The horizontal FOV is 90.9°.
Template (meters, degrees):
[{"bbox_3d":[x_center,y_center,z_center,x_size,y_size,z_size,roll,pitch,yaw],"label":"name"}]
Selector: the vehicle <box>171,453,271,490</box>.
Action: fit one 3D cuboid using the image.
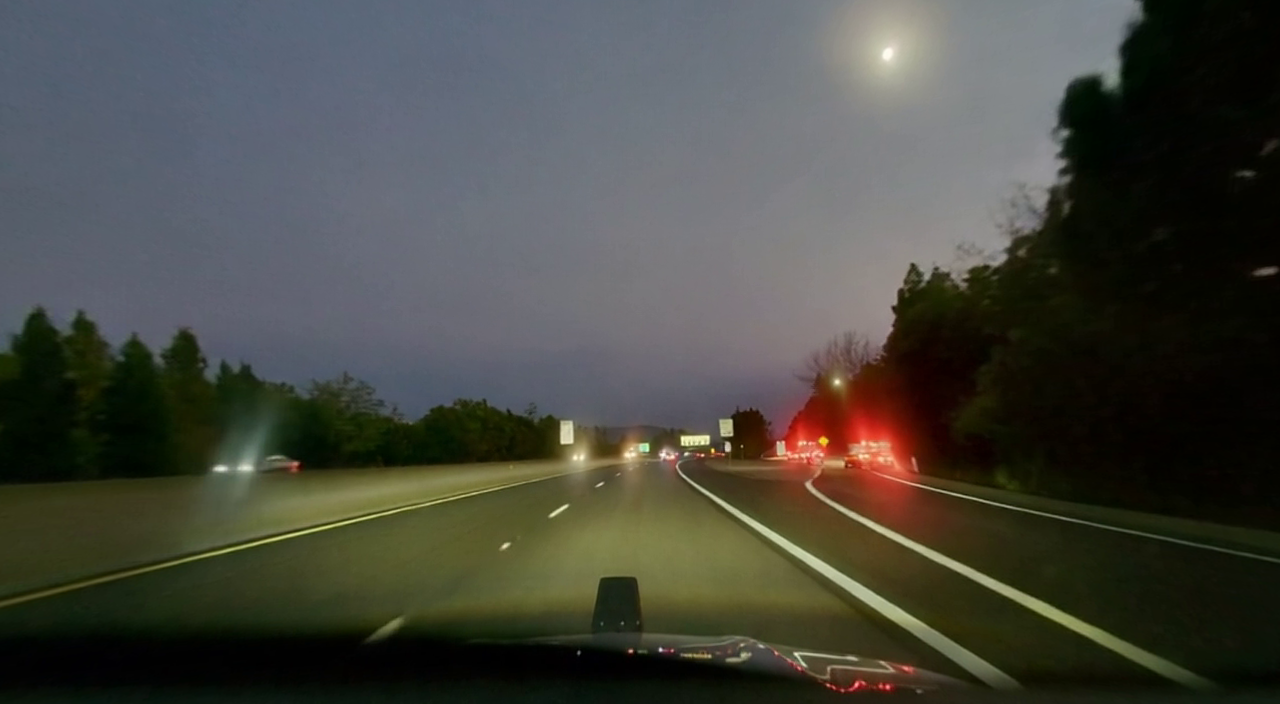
[{"bbox_3d":[-18.980,5.405,28.751,1.864,1.509,3.779,-1,-9,2],"label":"vehicle"}]
